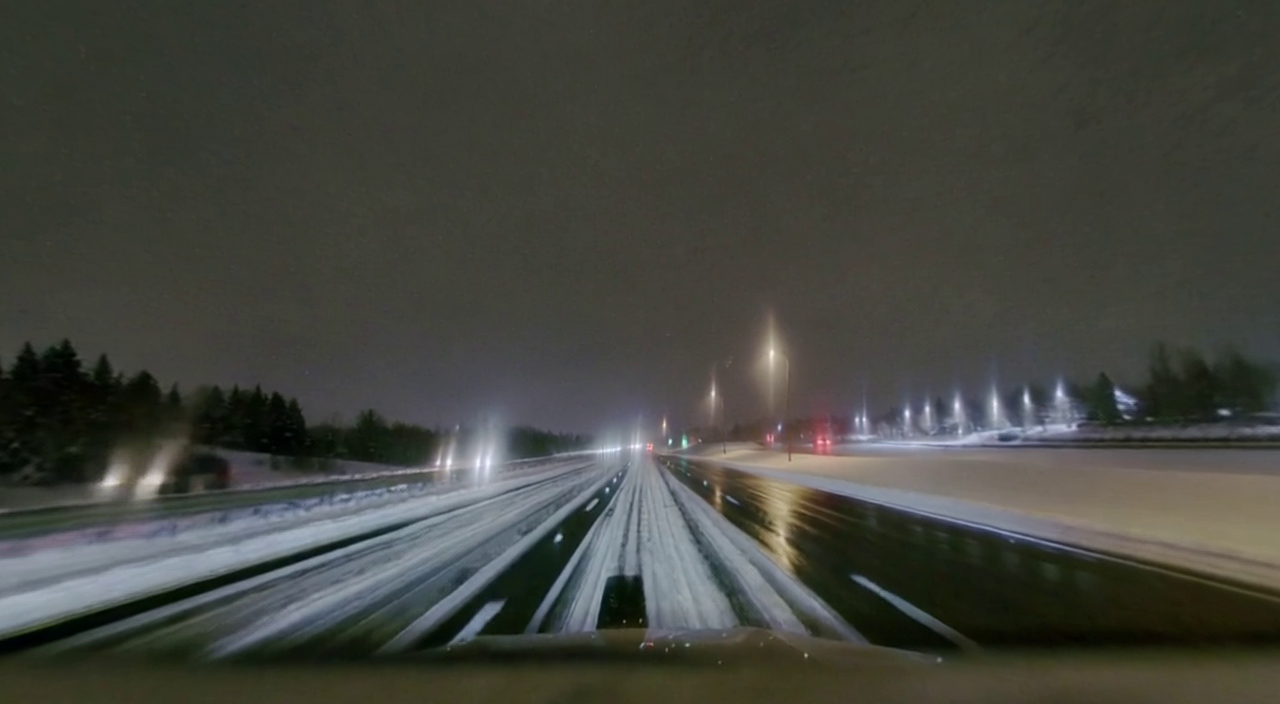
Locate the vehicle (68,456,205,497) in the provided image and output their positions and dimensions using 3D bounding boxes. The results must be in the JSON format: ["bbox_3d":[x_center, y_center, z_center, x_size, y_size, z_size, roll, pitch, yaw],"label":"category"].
[{"bbox_3d":[-20.694,5.095,26.226,1.942,1.487,4.490,0,-9,1],"label":"vehicle"}]
